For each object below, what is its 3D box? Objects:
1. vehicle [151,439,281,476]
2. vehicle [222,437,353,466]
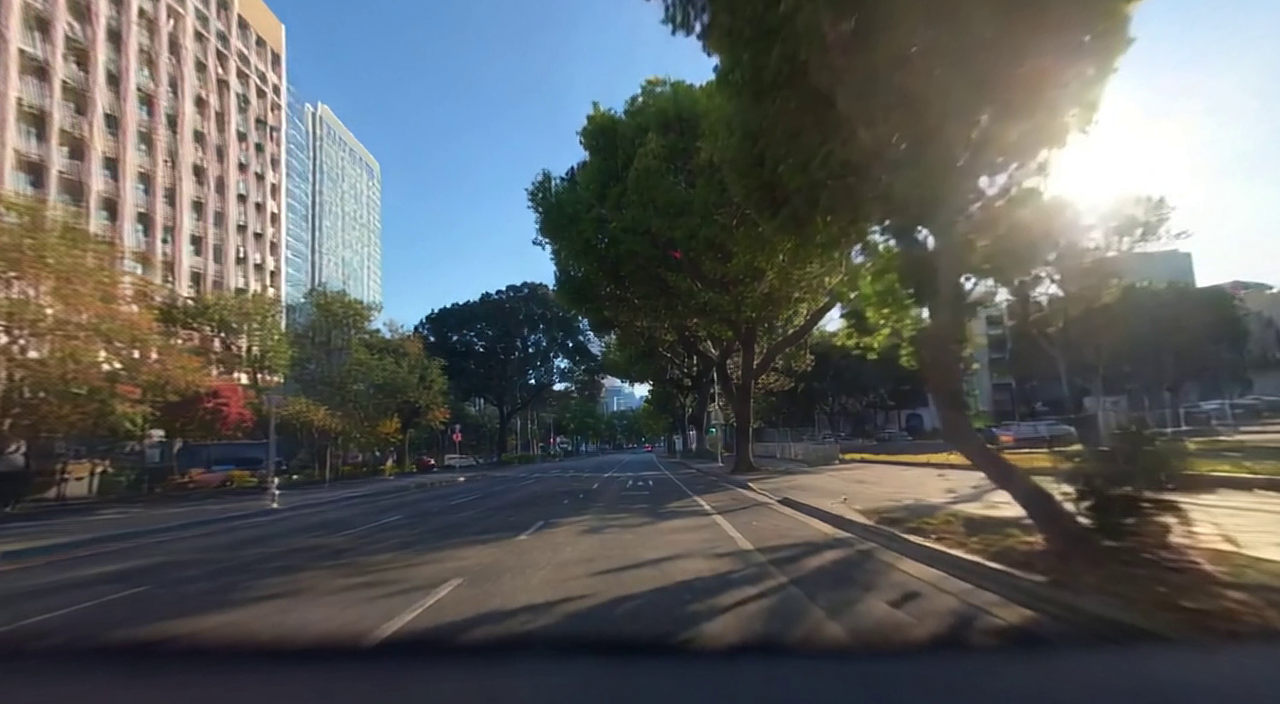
[{"bbox_3d":[-20.797,5.180,31.154,4.876,1.712,2.166,0,-9,3],"label":"vehicle"},{"bbox_3d":[-18.637,5.307,33.539,5.962,1.458,1.711,0,-10,3],"label":"vehicle"}]
